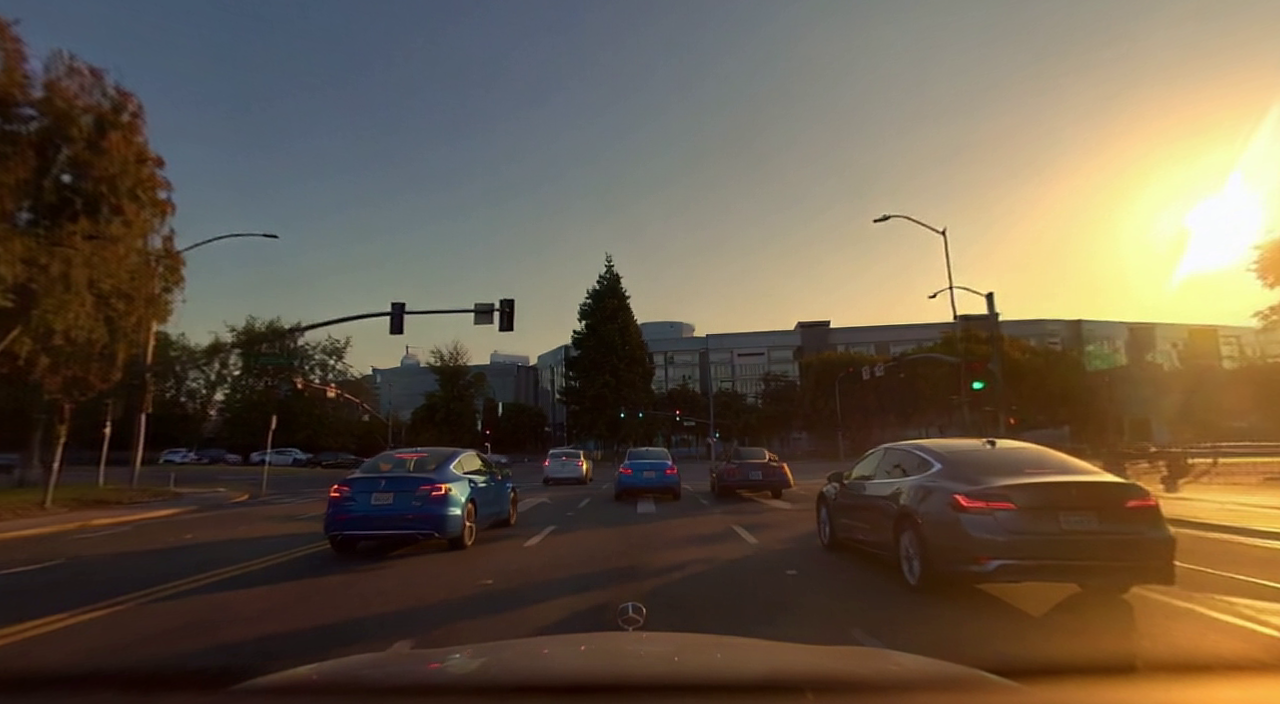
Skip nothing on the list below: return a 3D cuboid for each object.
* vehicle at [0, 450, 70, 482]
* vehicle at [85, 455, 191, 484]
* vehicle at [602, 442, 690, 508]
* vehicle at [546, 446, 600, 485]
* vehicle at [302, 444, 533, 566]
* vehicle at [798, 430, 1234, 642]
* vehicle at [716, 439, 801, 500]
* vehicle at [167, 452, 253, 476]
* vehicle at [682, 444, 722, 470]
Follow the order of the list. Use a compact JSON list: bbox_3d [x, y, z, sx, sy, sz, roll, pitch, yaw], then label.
[{"bbox_3d":[-38.012,6.879,37.986,5.268,1.770,2.107,-2,-9,1],"label":"vehicle"},{"bbox_3d":[-29.689,6.947,37.370,4.551,1.533,2.070,-1,-8,2],"label":"vehicle"},{"bbox_3d":[0.098,3.319,17.496,2.144,1.563,4.218,0,-9,-1],"label":"vehicle"},{"bbox_3d":[-2.879,4.939,27.818,2.089,1.537,4.073,0,-8,-2],"label":"vehicle"},{"bbox_3d":[-3.151,2.238,10.094,2.015,1.478,4.407,-1,-8,1],"label":"vehicle"},{"bbox_3d":[3.342,1.691,6.986,1.951,1.522,4.614,0,-8,0],"label":"vehicle"},{"bbox_3d":[3.654,3.695,20.238,1.938,1.732,4.006,0,-8,0],"label":"vehicle"},{"bbox_3d":[-30.243,7.872,44.415,4.427,1.629,2.213,-1,-8,2],"label":"vehicle"},{"bbox_3d":[4.051,6.948,42.029,2.138,1.624,4.417,0,-8,-1],"label":"vehicle"}]
